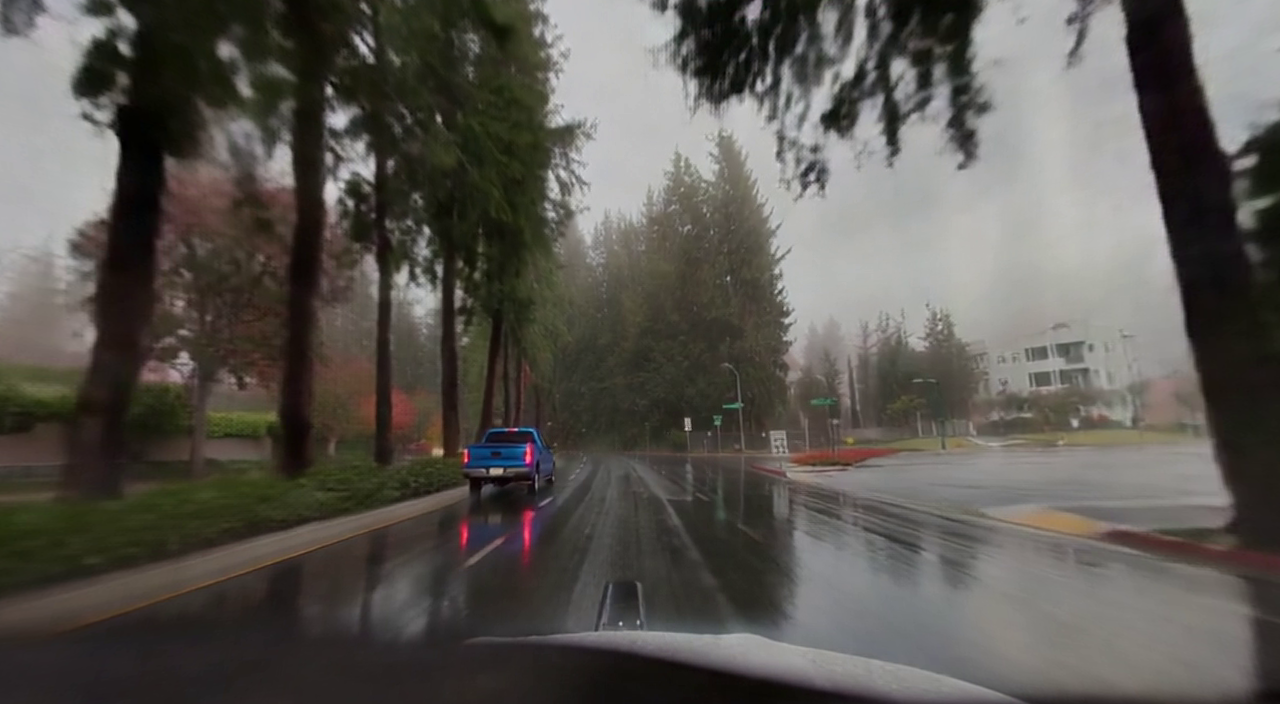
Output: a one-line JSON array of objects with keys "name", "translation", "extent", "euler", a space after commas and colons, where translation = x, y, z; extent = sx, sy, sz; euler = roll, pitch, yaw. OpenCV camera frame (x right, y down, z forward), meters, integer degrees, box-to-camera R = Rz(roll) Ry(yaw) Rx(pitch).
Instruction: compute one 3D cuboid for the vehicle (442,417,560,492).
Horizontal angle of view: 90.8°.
[{"name": "vehicle", "translation": [-3.874, 3.045, 19.021], "extent": [2.267, 1.849, 6.402], "euler": [0, -8, -2]}]
